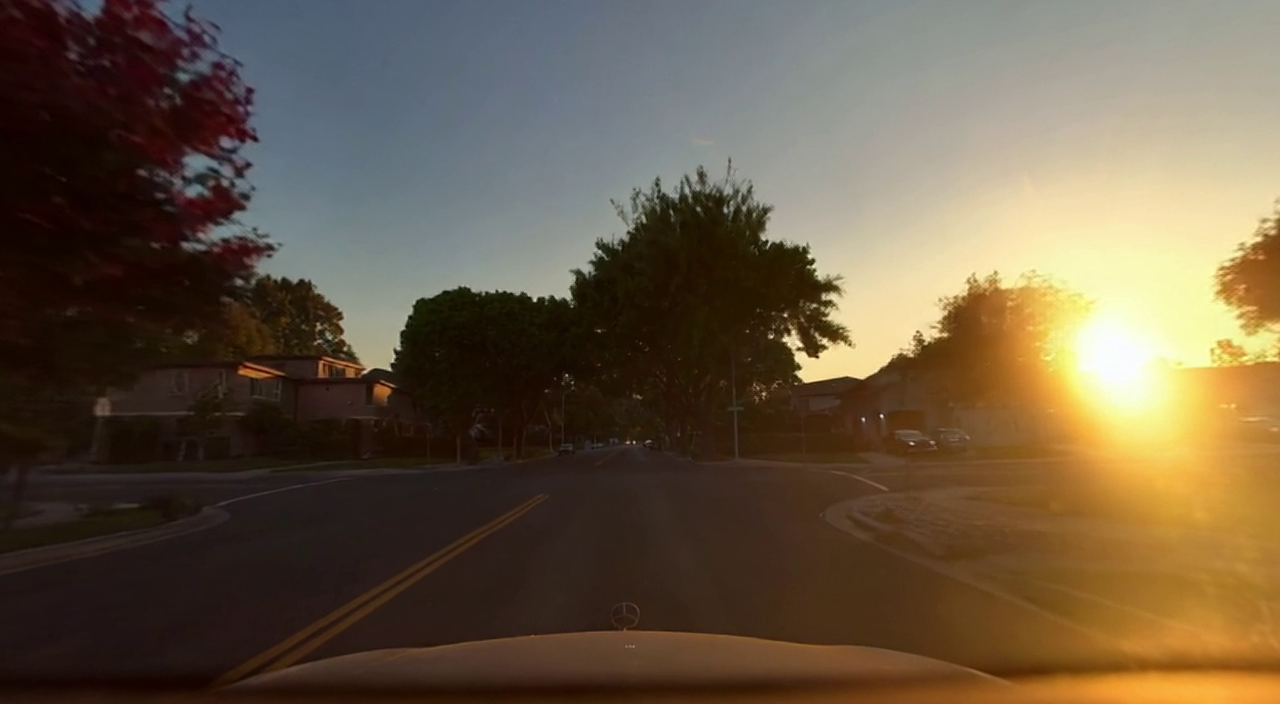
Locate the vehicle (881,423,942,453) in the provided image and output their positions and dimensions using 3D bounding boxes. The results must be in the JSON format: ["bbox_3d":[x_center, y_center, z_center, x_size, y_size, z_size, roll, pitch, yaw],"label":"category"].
[{"bbox_3d":[16.171,5.199,37.773,1.829,1.667,4.437,0,-9,2],"label":"vehicle"}]

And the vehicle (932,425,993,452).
[{"bbox_3d":[18.939,5.131,37.158,1.803,1.504,4.324,-1,-9,8],"label":"vehicle"}]
